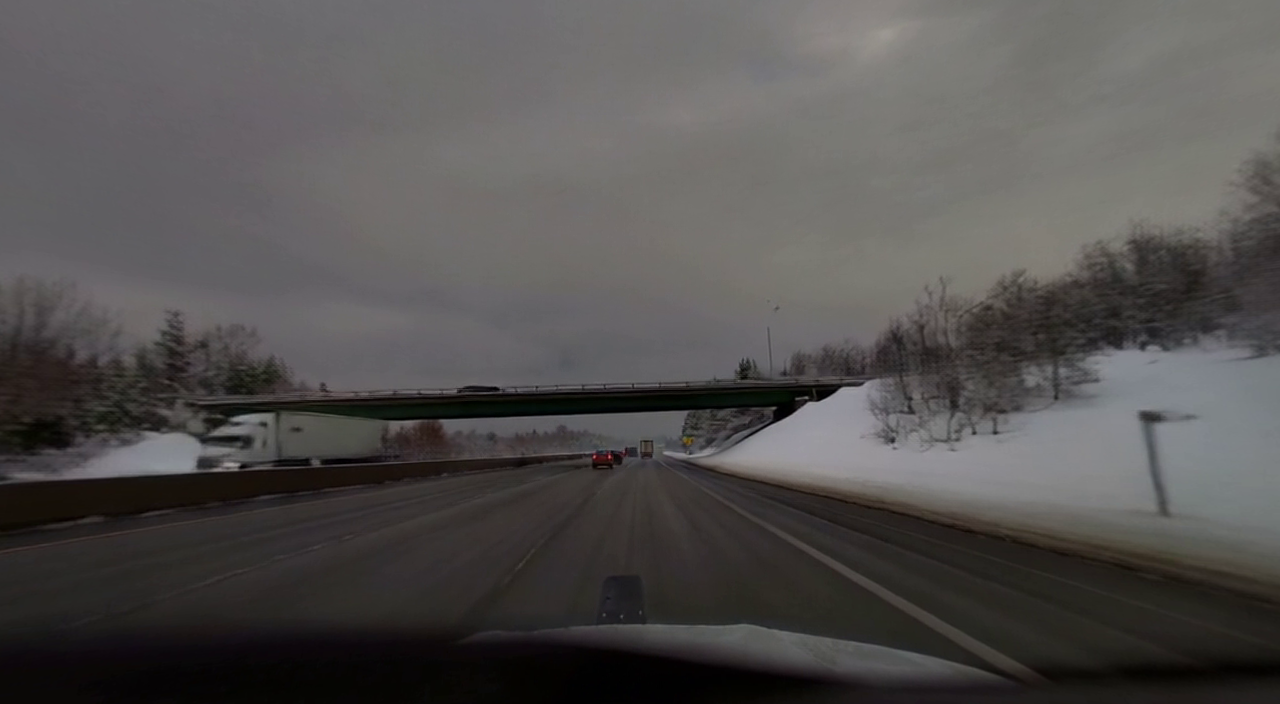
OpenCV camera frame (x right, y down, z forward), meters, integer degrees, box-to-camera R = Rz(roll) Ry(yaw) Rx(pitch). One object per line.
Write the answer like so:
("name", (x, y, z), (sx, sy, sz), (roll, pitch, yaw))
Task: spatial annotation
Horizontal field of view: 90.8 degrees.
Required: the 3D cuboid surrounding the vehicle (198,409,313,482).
("vehicle", (-22.775, 5.611, 37.783), (3.002, 3.979, 5.833), (0, -9, 0))
